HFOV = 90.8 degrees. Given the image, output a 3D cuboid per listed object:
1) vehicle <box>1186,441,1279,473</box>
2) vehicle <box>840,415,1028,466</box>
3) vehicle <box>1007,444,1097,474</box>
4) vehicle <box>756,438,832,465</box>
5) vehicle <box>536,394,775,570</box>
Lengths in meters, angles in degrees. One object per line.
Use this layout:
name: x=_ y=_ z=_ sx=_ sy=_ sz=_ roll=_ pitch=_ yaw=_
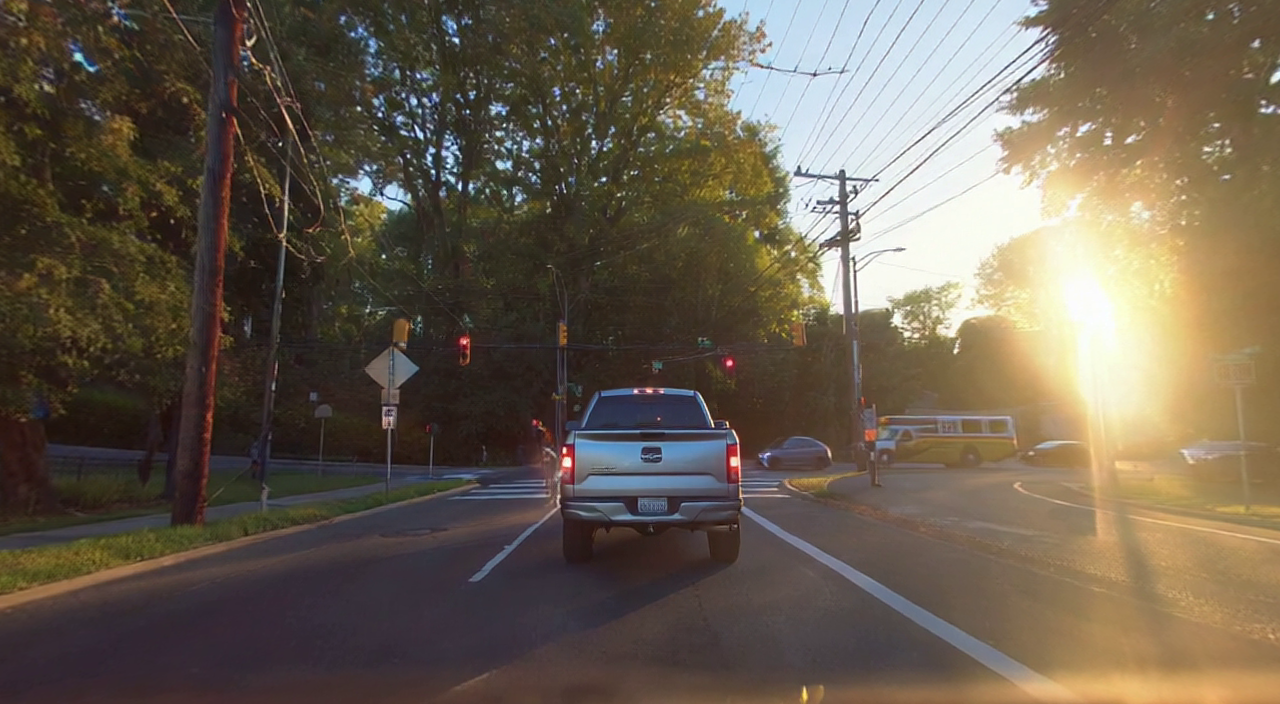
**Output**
vehicle: x=30.457 y=5.233 z=31.729 sx=4.520 sy=1.496 sz=2.060 roll=1 pitch=-8 yaw=-10
vehicle: x=19.150 y=5.888 z=41.813 sx=10.726 sy=3.128 sz=3.003 roll=-1 pitch=-8 yaw=3
vehicle: x=29.122 y=7.565 z=44.738 sx=5.077 sy=2.008 sz=1.991 roll=1 pitch=-9 yaw=-4
vehicle: x=11.386 y=7.360 z=46.729 sx=5.235 sy=1.878 sz=2.107 roll=-3 pitch=-9 yaw=14
vehicle: x=0.118 y=1.878 z=10.000 sx=2.707 sy=1.964 sz=5.485 roll=0 pitch=-8 yaw=-1
